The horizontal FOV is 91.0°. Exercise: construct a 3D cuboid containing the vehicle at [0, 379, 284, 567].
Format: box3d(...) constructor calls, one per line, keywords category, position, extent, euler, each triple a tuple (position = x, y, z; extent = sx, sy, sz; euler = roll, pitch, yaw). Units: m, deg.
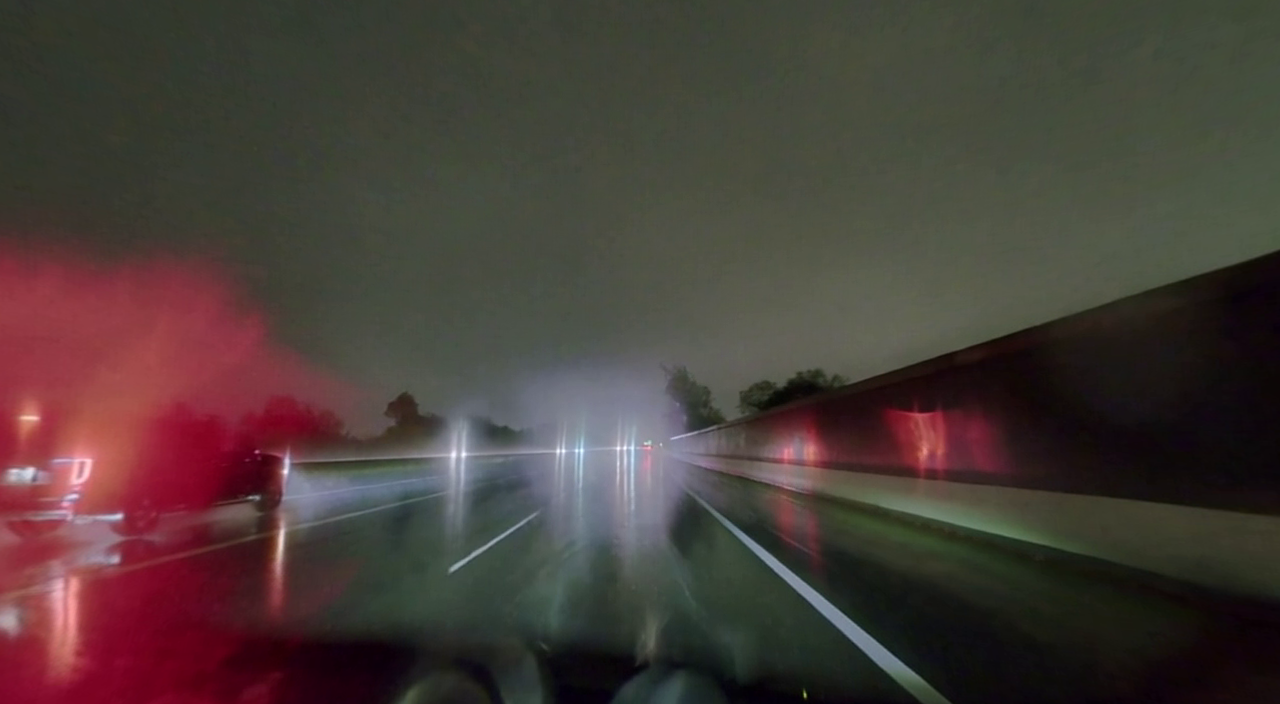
box3d(category="vehicle", position=(-7.670, 1.616, 9.031), extent=(2.163, 1.947, 4.959), euler=(0, -9, 0))
